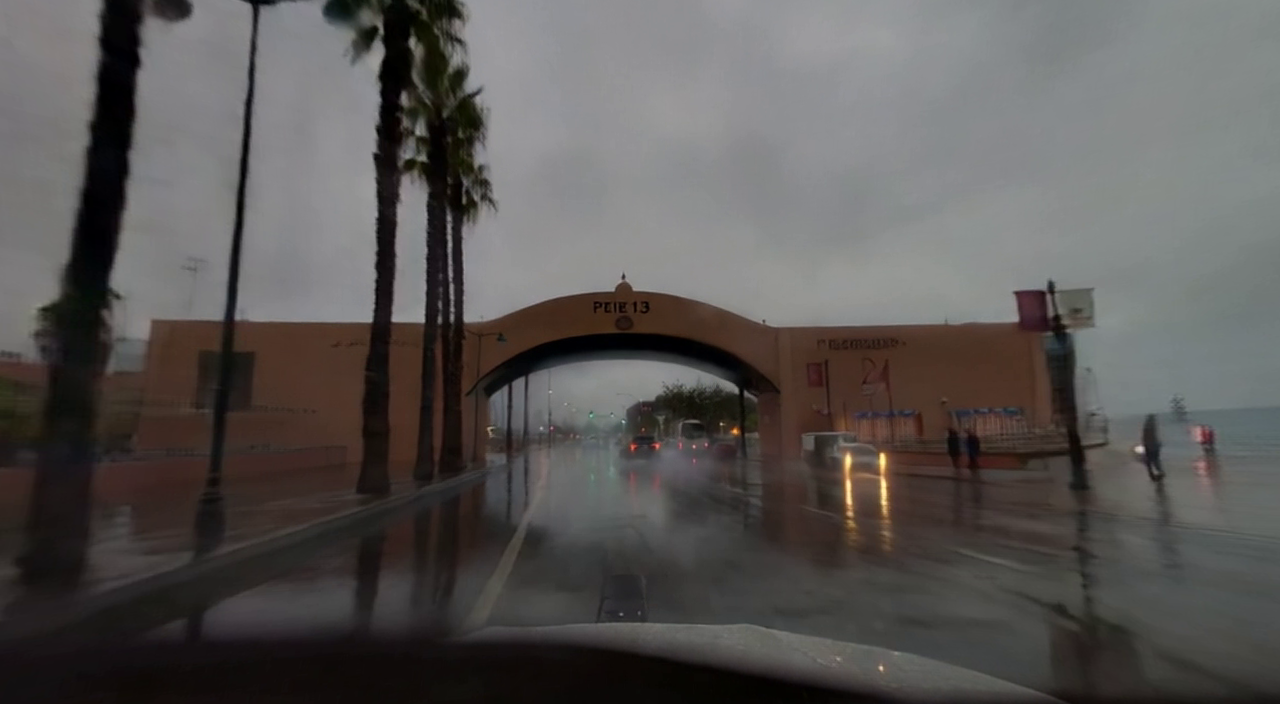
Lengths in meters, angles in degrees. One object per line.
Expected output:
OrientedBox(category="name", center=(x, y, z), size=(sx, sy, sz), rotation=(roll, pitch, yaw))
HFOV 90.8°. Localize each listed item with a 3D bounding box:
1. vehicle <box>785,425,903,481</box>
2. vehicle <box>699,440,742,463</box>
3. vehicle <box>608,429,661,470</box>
OrientedBox(category="vehicle", center=(8.189, 4.147, 26.138), size=(2.417, 2.030, 5.711), rotation=(1, -9, -7))
OrientedBox(category="vehicle", center=(5.721, 7.141, 45.407), size=(2.015, 1.486, 4.501), rotation=(1, -9, -6))
OrientedBox(category="vehicle", center=(-0.447, 5.386, 34.960), size=(2.284, 2.010, 6.670), rotation=(1, -9, -6))
